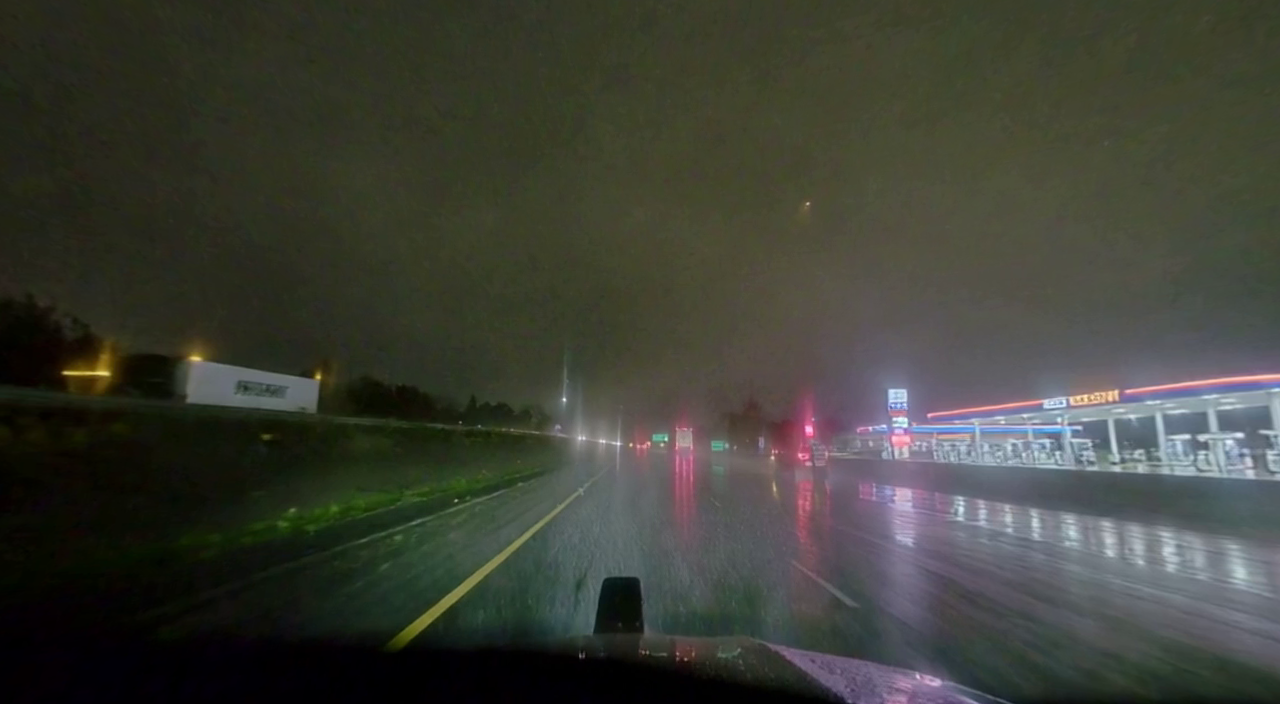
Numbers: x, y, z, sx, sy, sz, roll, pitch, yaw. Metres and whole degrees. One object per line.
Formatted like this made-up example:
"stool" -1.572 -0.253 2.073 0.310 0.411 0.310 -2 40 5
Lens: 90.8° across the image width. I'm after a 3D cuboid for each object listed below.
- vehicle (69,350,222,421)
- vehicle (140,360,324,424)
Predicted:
"vehicle" -28.368 2.151 36.793 2.962 3.493 7.203 -1 -8 0
"vehicle" -28.448 3.322 45.887 2.890 3.470 16.042 -1 -8 0
